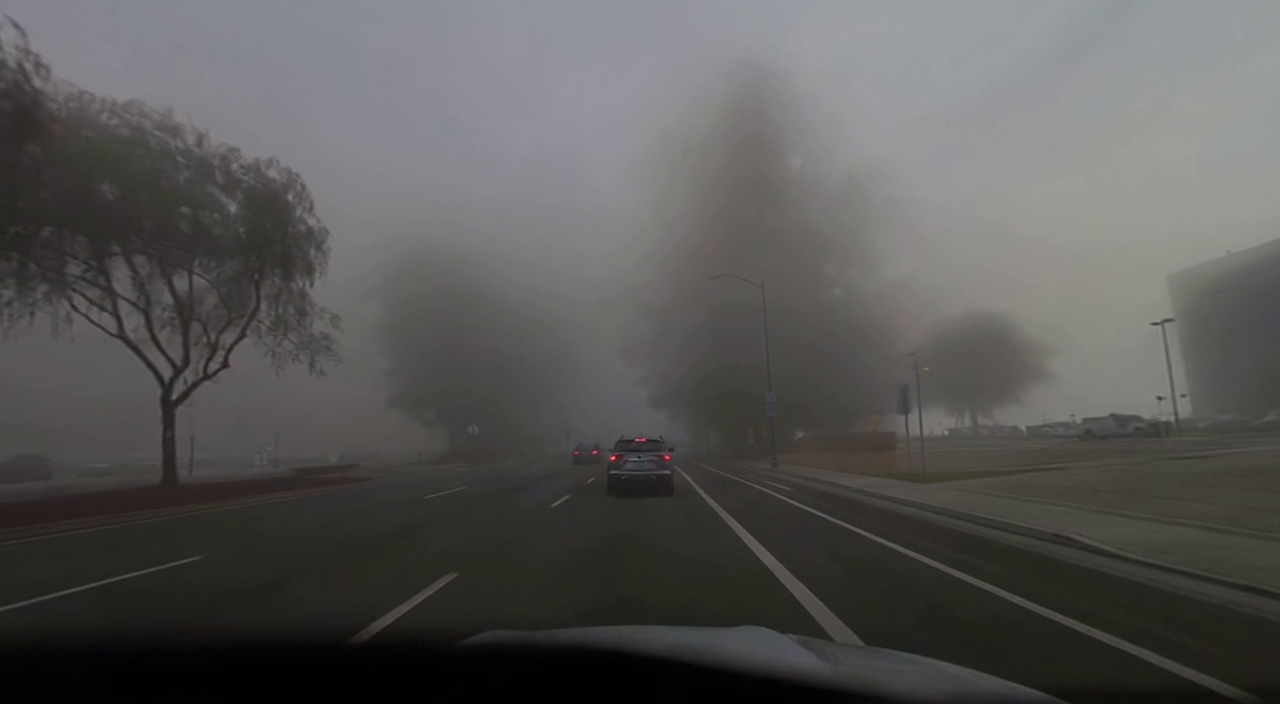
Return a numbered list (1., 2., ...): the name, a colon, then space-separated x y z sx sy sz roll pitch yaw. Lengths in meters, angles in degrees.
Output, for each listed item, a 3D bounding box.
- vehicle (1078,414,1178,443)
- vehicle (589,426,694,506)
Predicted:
1. vehicle: 31.923 5.099 41.463 4.903 1.767 2.105 -5 -10 31
2. vehicle: 0.052 2.695 15.305 2.199 1.652 4.101 0 -8 1
